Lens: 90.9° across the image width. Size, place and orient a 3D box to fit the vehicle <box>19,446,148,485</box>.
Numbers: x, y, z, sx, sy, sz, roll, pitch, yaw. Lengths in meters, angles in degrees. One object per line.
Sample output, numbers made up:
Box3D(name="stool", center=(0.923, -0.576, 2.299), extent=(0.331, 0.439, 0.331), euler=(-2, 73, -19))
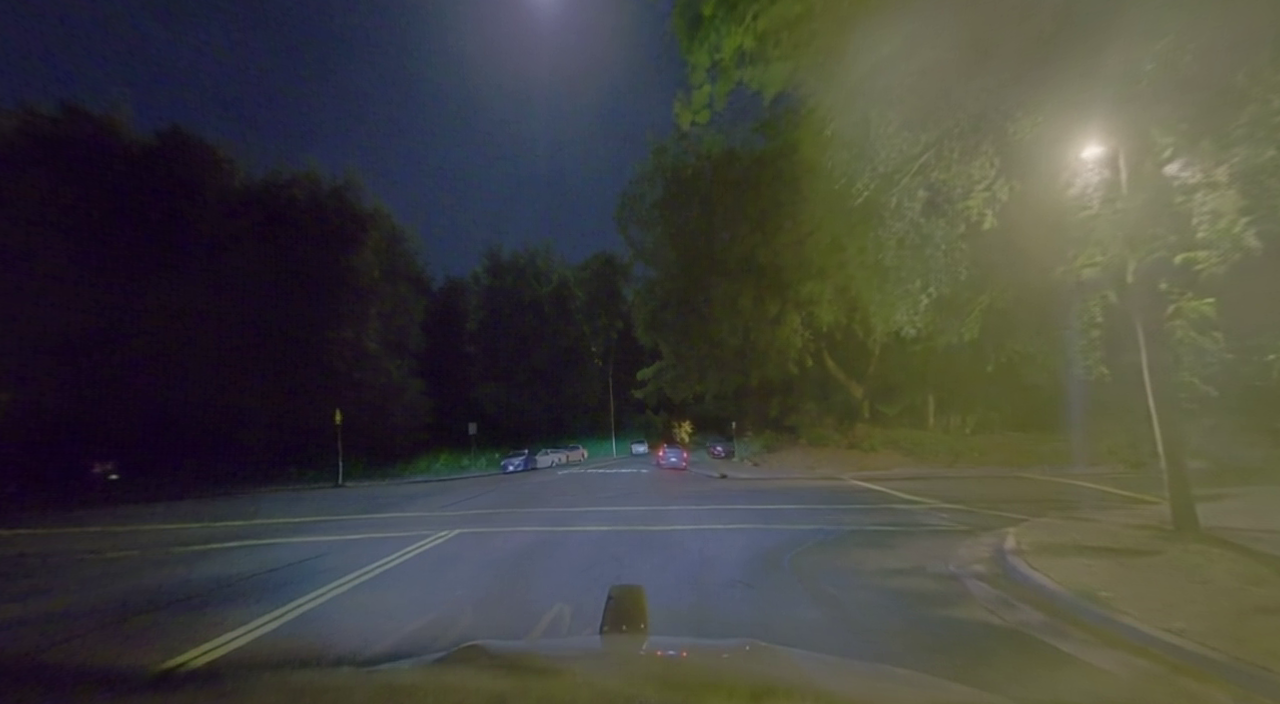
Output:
Box3D(name="vehicle", center=(-27.588, 5.608, 31.305), extent=(4.986, 1.796, 2.066), euler=(-2, -8, 12))

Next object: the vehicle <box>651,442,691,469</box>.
Box3D(name="vehicle", center=(1.752, 6.035, 36.930), extent=(2.051, 1.461, 4.100), euler=(0, -8, -2))

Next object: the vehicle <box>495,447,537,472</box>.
Box3D(name="vehicle", center=(-8.235, 7.160, 42.249), extent=(2.102, 1.507, 4.049), euler=(0, -8, -2))
